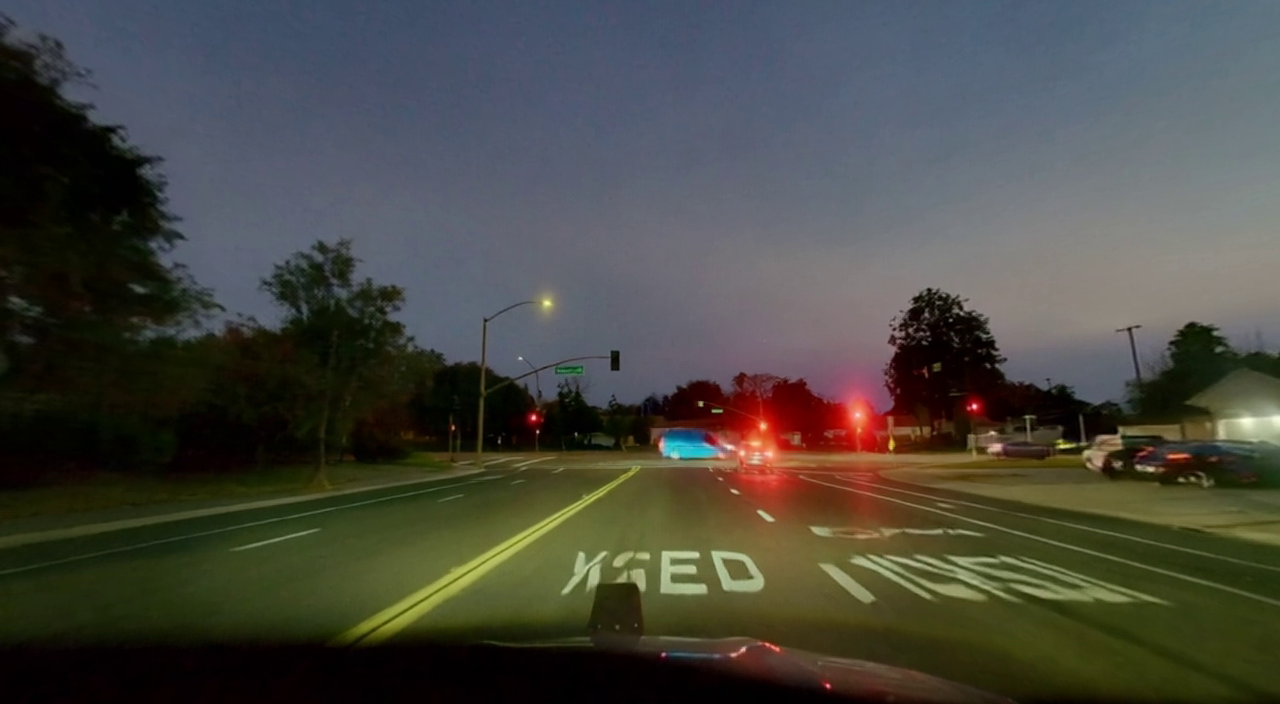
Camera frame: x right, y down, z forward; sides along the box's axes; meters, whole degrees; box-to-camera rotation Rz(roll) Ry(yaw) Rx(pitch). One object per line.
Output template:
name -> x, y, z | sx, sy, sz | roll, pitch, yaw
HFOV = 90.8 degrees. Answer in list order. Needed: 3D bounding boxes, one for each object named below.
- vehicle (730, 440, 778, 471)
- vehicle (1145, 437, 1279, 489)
vehicle -> 5.952, 5.455, 33.428 | 1.947, 1.485, 4.336 | -1, -8, 3
vehicle -> 17.983, 3.279, 18.857 | 4.104, 1.449, 1.896 | -1, -8, 2
